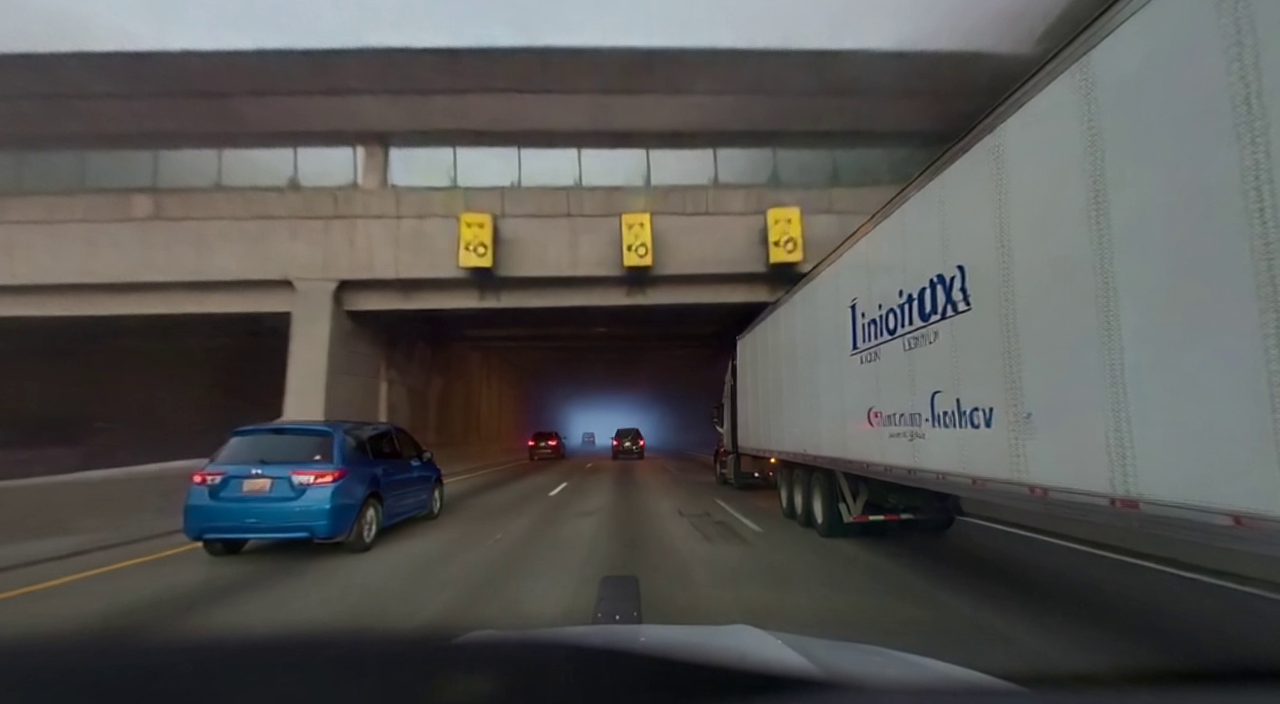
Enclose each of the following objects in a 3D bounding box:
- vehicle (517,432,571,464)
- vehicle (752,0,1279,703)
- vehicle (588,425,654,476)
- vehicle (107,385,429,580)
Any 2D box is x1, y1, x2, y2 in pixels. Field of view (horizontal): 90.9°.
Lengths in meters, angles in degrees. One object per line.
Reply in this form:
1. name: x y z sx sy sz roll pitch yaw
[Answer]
1. vehicle: -4.639 4.702 31.059 2.019 1.435 4.317 0 -8 -1
2. vehicle: 3.908 0.012 5.841 2.842 4.108 14.081 0 -8 -1
3. vehicle: -0.647 3.412 22.083 2.094 1.600 3.666 0 -8 -1
4. vehicle: -3.750 1.335 7.031 1.826 1.695 2.870 0 -8 -1
